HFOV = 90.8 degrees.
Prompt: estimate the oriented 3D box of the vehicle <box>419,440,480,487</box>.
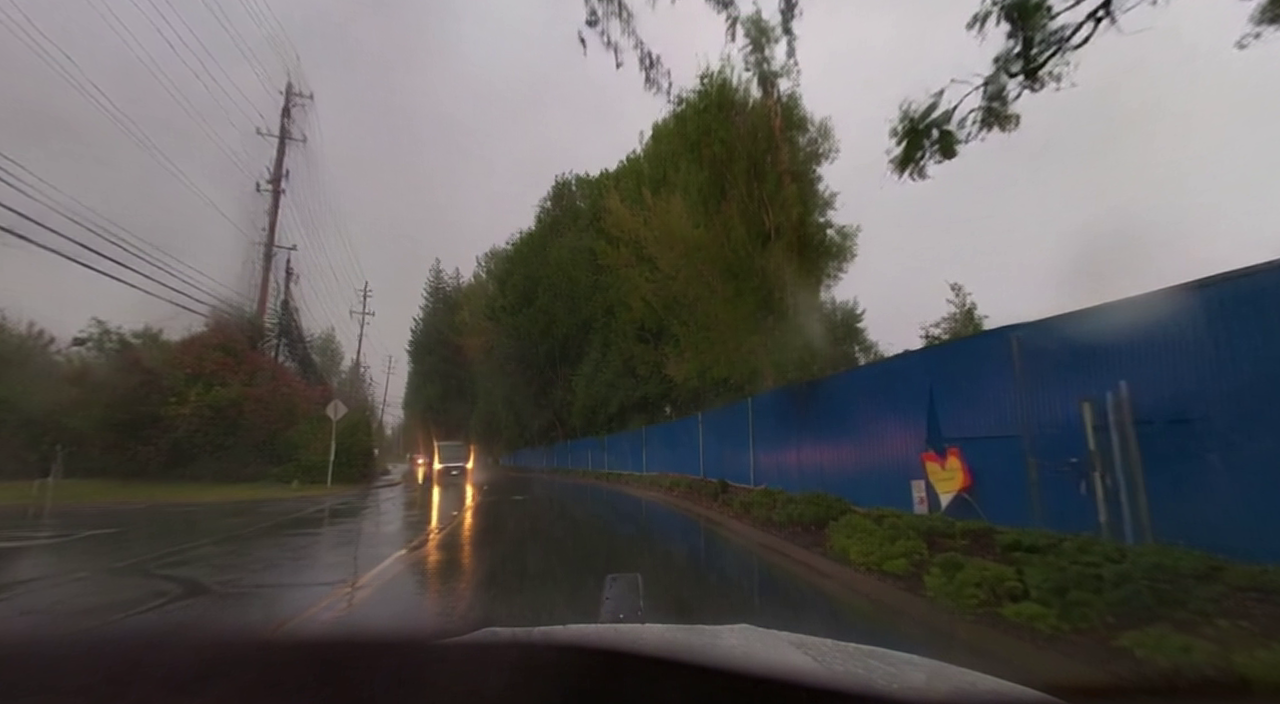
[{"bbox_3d":[-8.364,4.904,28.079,2.185,1.901,4.177,2,-9,-12],"label":"vehicle"}]
